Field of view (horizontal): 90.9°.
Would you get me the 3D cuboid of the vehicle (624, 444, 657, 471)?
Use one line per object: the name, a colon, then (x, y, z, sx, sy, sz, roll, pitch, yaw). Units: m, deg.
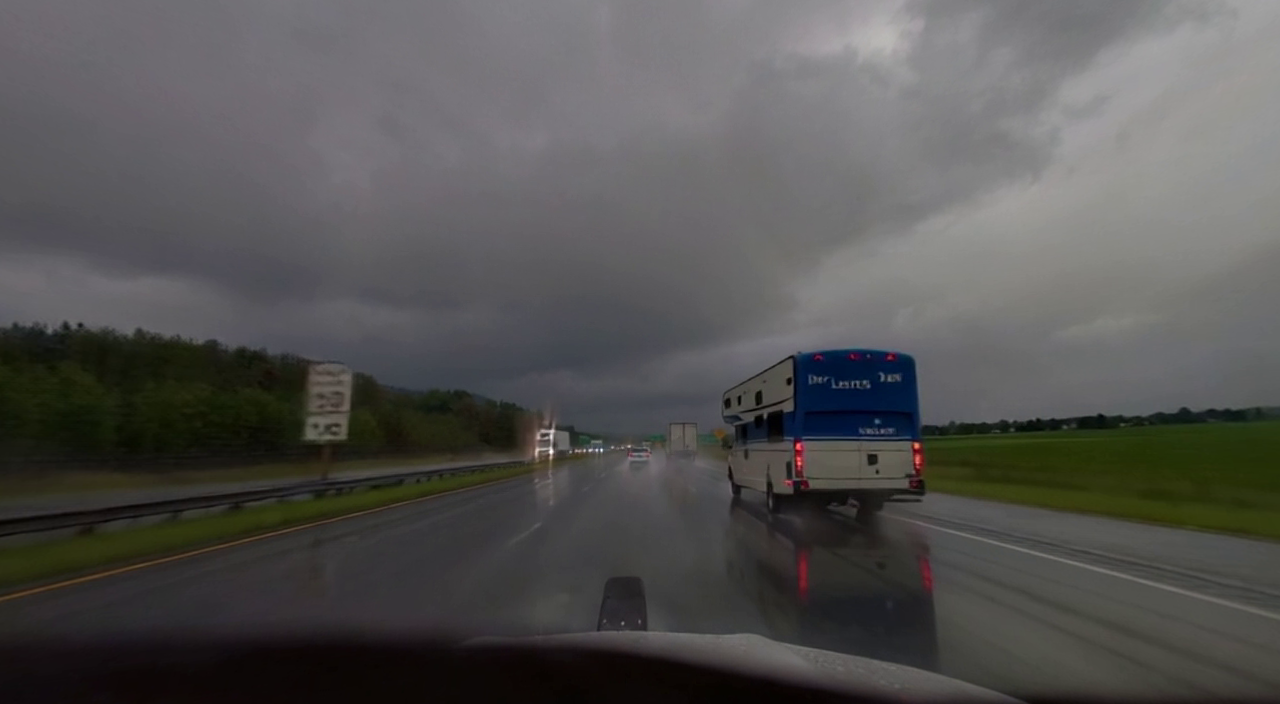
vehicle: (0.032, 7.077, 42.437, 2.151, 1.678, 3.923, 0, -9, 0)

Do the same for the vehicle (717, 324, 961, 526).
vehicle: (3.980, 1.920, 15.399, 2.931, 3.530, 8.760, 0, -9, -1)
